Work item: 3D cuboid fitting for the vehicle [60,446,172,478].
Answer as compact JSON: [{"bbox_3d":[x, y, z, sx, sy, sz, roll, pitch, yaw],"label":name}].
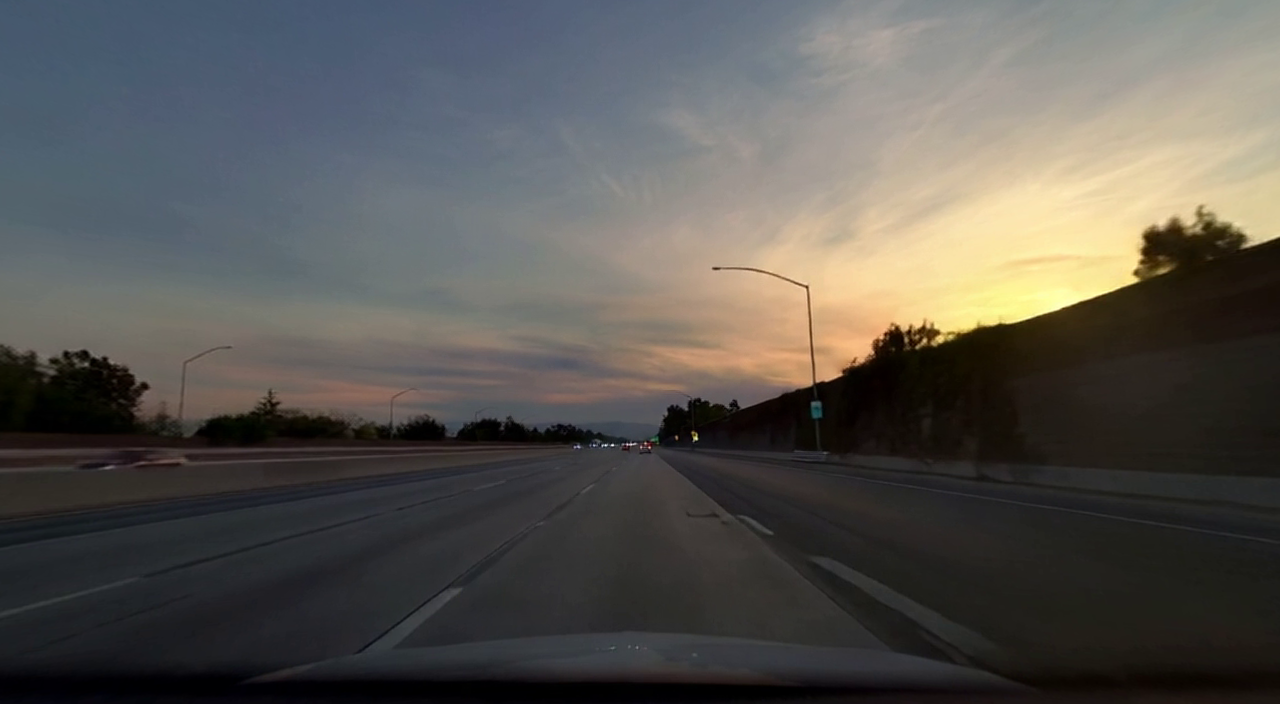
[{"bbox_3d":[-29.550,6.166,35.807,1.901,1.647,4.986,-1,-8,3],"label":"vehicle"}]
